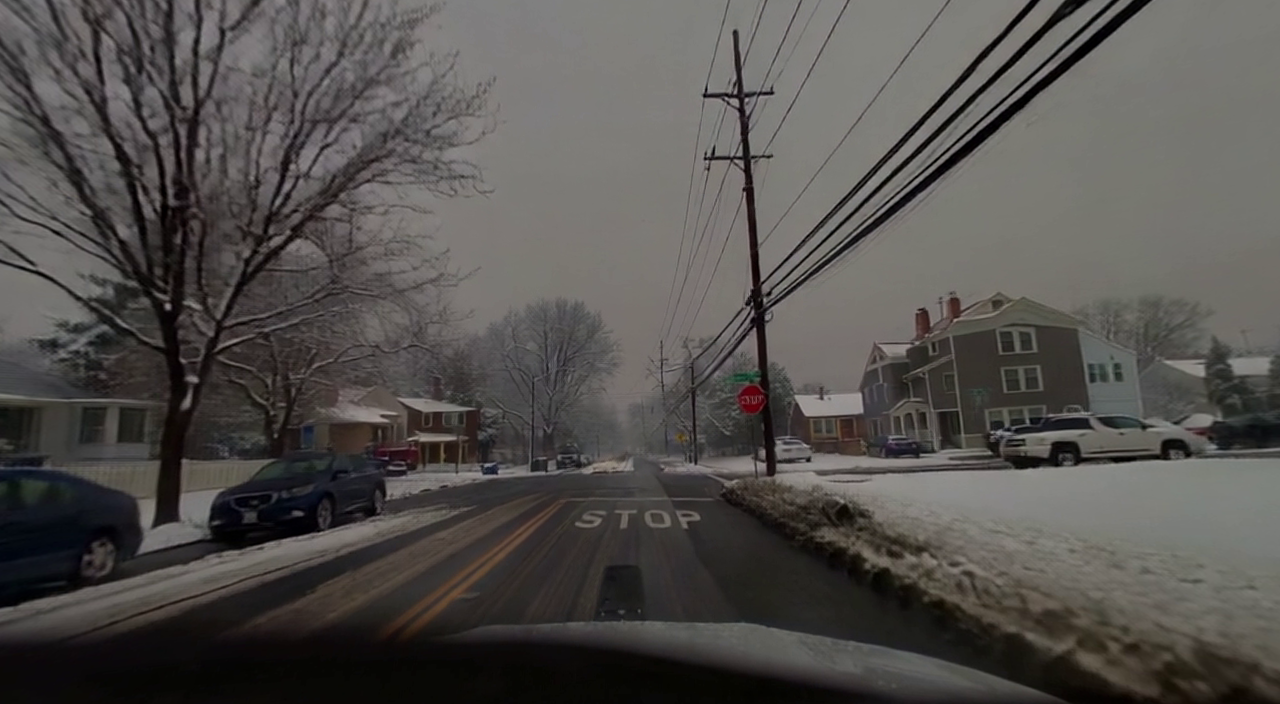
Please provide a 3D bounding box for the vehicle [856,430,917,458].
[{"bbox_3d":[15.676,5.905,40.415,2.025,1.689,4.342,0,-8,-2],"label":"vehicle"}]

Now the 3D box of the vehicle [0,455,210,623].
[{"bbox_3d":[-6.877,1.811,6.306,2.056,1.481,4.451,0,-8,-1],"label":"vehicle"}]

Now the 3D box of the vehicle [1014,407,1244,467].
[{"bbox_3d":[16.723,2.967,21.914,6.022,1.953,2.250,0,-9,0],"label":"vehicle"}]

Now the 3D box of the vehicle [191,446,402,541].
[{"bbox_3d":[-6.726,2.759,13.014,2.026,1.560,4.062,-2,-9,1],"label":"vehicle"}]
